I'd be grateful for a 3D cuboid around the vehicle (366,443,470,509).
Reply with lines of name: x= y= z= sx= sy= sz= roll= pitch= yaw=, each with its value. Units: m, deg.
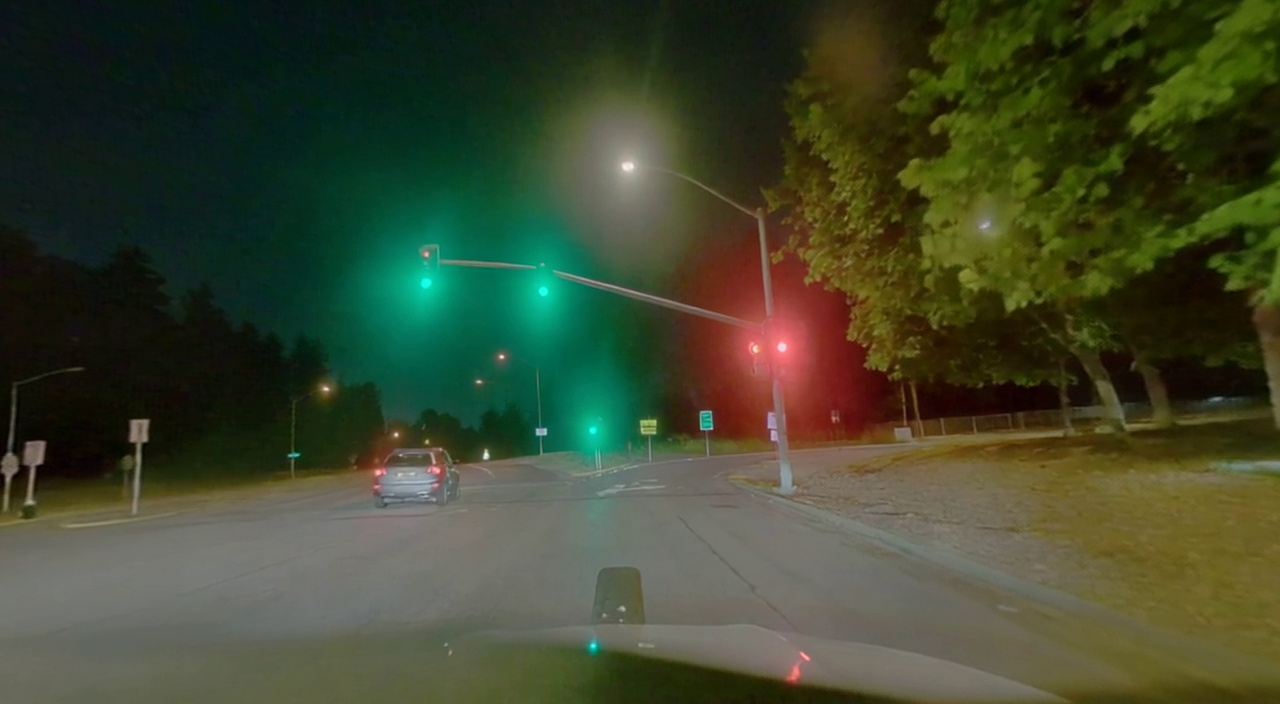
vehicle: x=-6.511 y=3.648 z=19.134 sx=2.134 sy=1.707 sz=4.471 roll=1 pitch=-9 yaw=-9
